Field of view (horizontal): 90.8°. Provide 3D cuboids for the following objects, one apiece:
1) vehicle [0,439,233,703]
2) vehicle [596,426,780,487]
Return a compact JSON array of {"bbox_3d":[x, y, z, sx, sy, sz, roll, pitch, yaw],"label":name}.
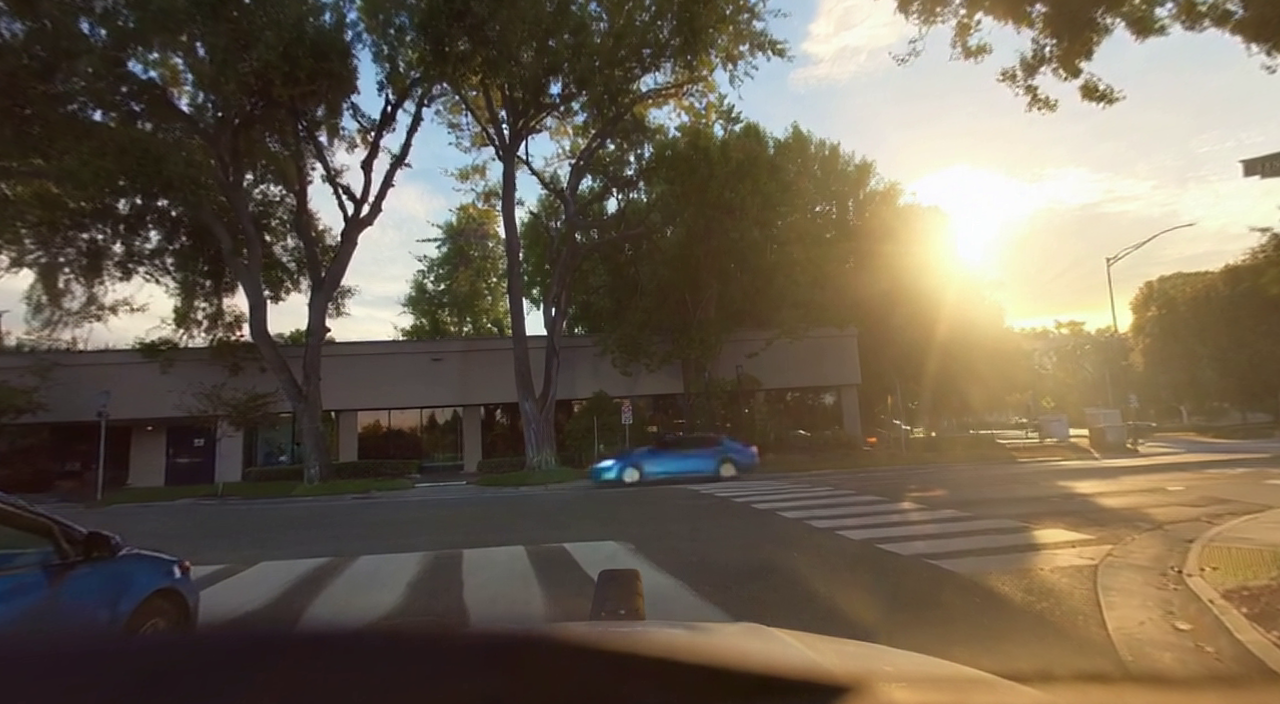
[{"bbox_3d":[-3.327,0.937,1.638,2.069,1.413,5.006,1,-9,-11],"label":"vehicle"},{"bbox_3d":[1.252,2.897,17.773,4.788,1.548,1.965,1,-9,-11],"label":"vehicle"}]
